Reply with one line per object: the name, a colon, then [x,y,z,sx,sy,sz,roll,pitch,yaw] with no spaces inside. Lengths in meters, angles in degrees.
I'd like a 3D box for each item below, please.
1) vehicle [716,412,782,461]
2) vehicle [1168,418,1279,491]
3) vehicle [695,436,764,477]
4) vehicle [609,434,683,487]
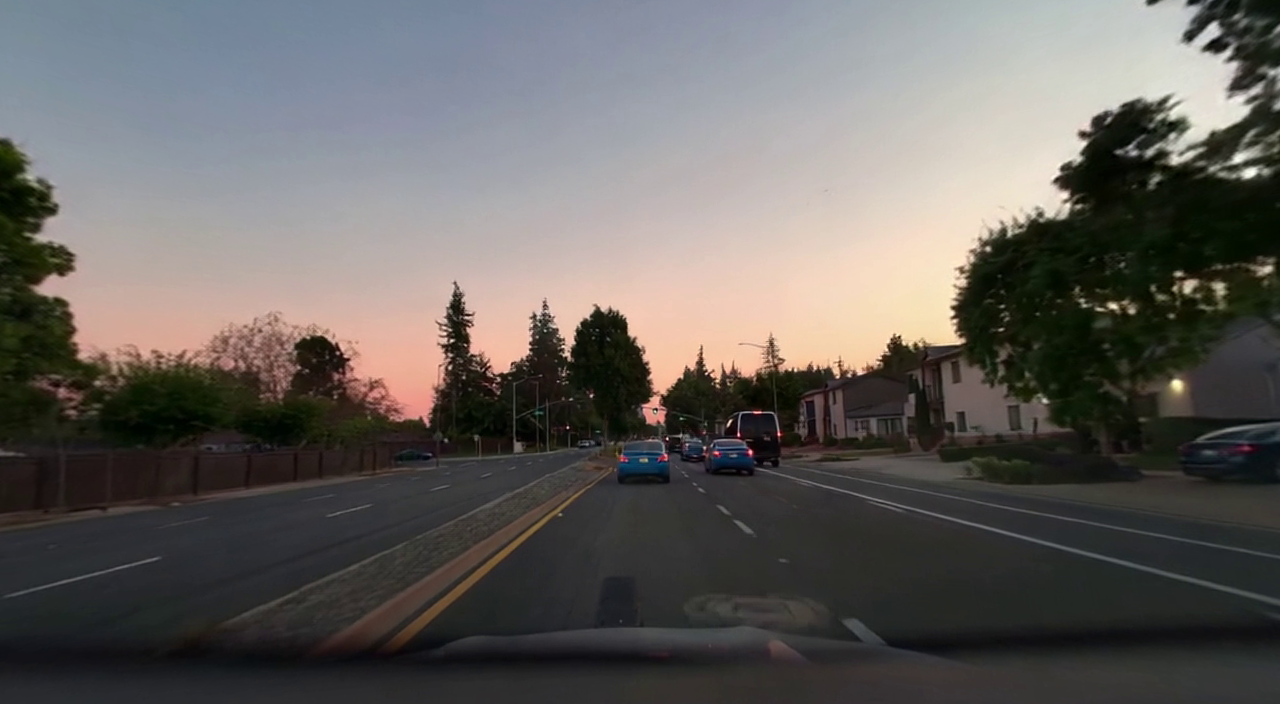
vehicle: [7.891,6.476,47.725,2.940,3.202,12.480,0,-9,1]
vehicle: [15.217,2.325,14.513,4.456,1.520,1.911,0,-9,-3]
vehicle: [3.555,4.261,26.042,2.161,1.519,4.568,0,-9,0]
vehicle: [0.174,3.391,19.996,2.093,1.497,4.010,0,-9,0]
